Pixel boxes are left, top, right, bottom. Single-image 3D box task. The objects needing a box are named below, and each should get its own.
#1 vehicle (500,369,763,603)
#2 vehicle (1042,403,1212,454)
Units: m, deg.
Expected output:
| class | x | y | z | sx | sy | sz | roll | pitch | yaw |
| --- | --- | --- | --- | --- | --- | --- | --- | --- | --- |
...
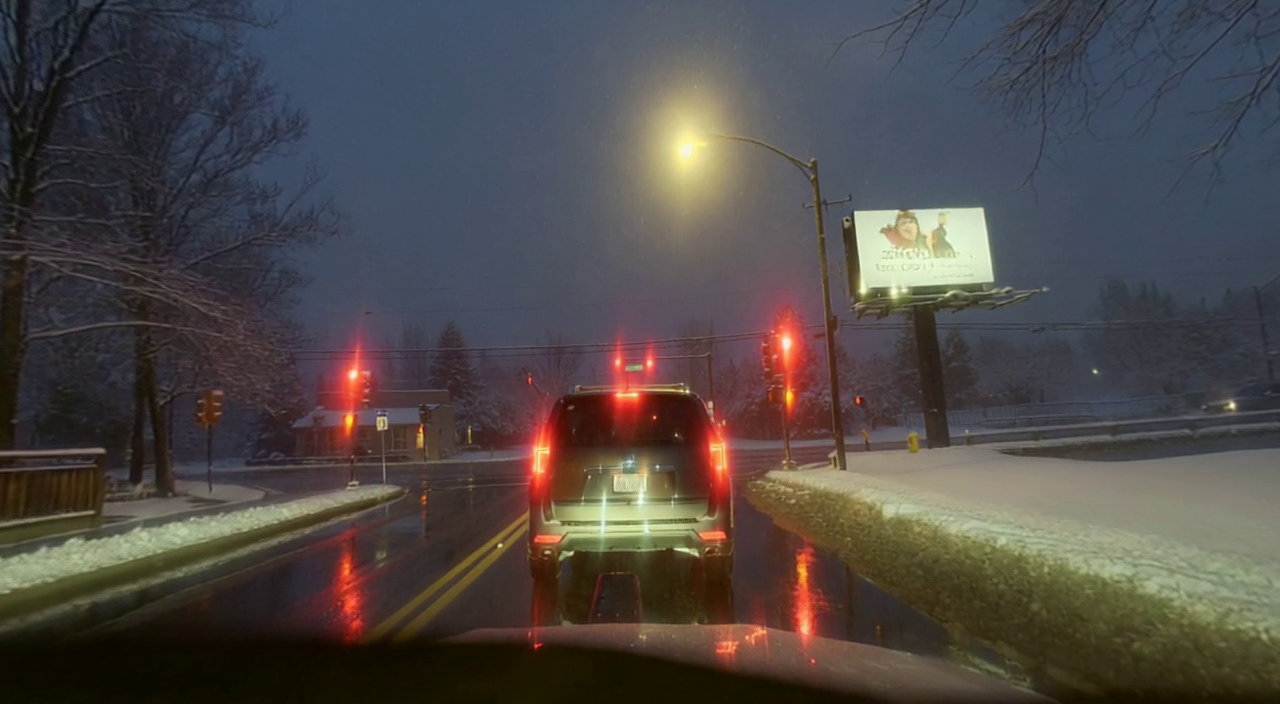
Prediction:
| class | x | y | z | sx | sy | sz | roll | pitch | yaw |
| --- | --- | --- | --- | --- | --- | --- | --- | --- | --- |
| vehicle | -0.066 | 1.364 | 7.142 | 2.142 | 1.904 | 3.816 | -1 | -8 | 0 |
| vehicle | 15.263 | 2.449 | 19.950 | 3.750 | 1.502 | 1.781 | -2 | -8 | 13 |
